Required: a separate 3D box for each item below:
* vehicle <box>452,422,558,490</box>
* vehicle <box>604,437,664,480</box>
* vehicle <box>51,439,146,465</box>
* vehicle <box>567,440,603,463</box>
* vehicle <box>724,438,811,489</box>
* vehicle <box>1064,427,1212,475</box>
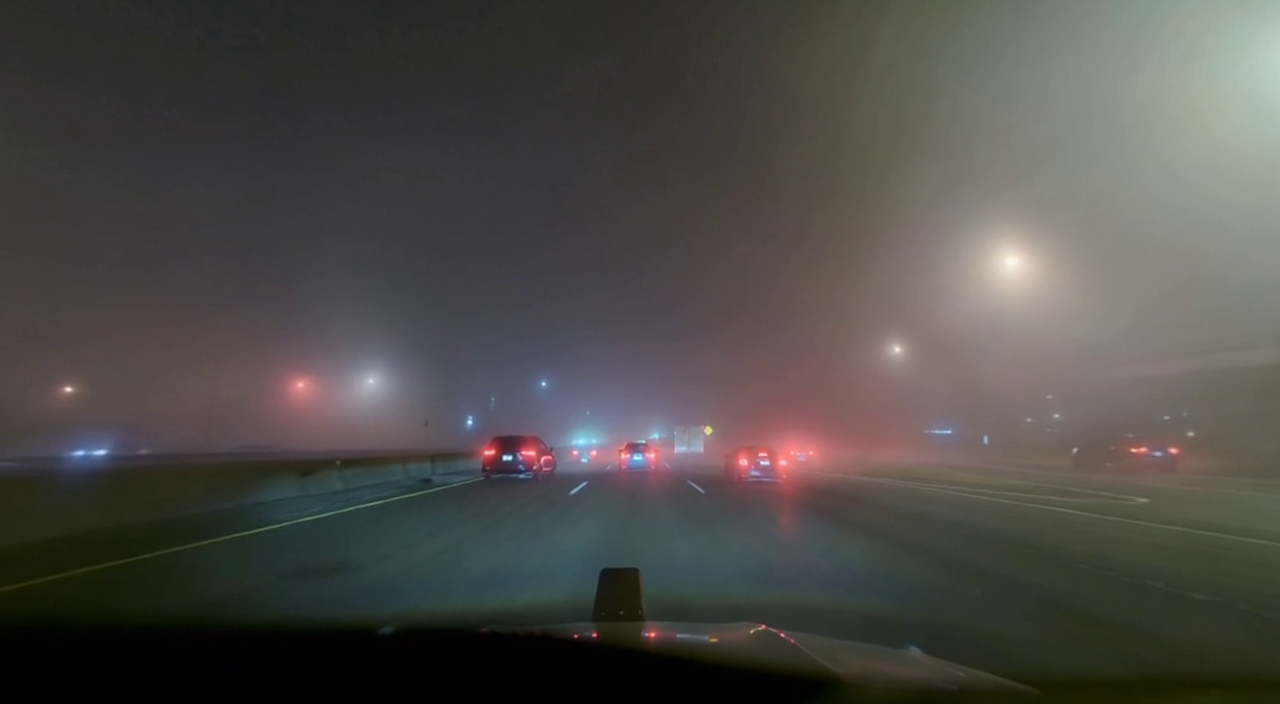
[{"bbox_3d":[-4.018,3.198,19.646,2.142,1.819,4.648,0,-8,1],"label":"vehicle"},{"bbox_3d":[-0.187,4.037,24.135,2.089,1.493,3.964,0,-8,0],"label":"vehicle"},{"bbox_3d":[-33.849,6.280,39.547,1.783,1.521,4.566,0,-8,2],"label":"vehicle"},{"bbox_3d":[-3.615,6.614,42.046,1.868,1.431,4.055,0,-8,2],"label":"vehicle"},{"bbox_3d":[4.044,3.598,20.619,1.974,1.490,3.994,0,-8,-1],"label":"vehicle"},{"bbox_3d":[23.029,4.604,29.583,2.376,1.988,6.109,-1,-8,5],"label":"vehicle"}]
